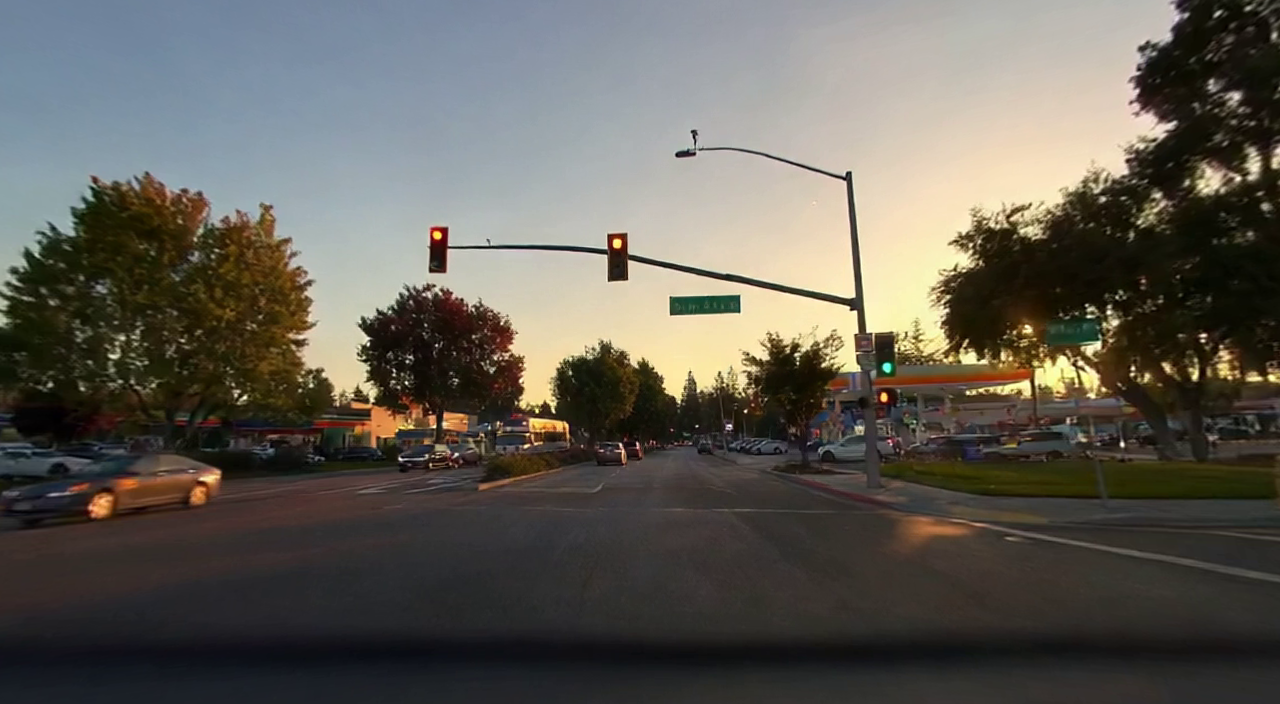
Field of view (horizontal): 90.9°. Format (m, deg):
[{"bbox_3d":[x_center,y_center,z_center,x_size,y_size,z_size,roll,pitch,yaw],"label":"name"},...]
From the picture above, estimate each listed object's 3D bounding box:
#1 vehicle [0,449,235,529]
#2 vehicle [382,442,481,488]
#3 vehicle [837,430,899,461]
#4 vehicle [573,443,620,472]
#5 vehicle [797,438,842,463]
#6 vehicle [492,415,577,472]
[{"bbox_3d":[-11.525,2.911,14.049,2.004,1.478,4.373,0,-9,1],"label":"vehicle"},{"bbox_3d":[-7.757,4.210,23.972,2.099,1.467,4.596,-2,-8,1],"label":"vehicle"},{"bbox_3d":[14.328,5.954,40.026,2.015,1.839,5.416,0,-9,1],"label":"vehicle"},{"bbox_3d":[-2.180,5.420,32.560,1.959,1.406,4.272,-1,-9,2],"label":"vehicle"},{"bbox_3d":[11.393,6.302,40.323,1.888,1.465,4.727,-1,-9,5],"label":"vehicle"},{"bbox_3d":[-7.057,6.417,44.643,3.056,3.289,13.199,-3,-8,2],"label":"vehicle"}]
